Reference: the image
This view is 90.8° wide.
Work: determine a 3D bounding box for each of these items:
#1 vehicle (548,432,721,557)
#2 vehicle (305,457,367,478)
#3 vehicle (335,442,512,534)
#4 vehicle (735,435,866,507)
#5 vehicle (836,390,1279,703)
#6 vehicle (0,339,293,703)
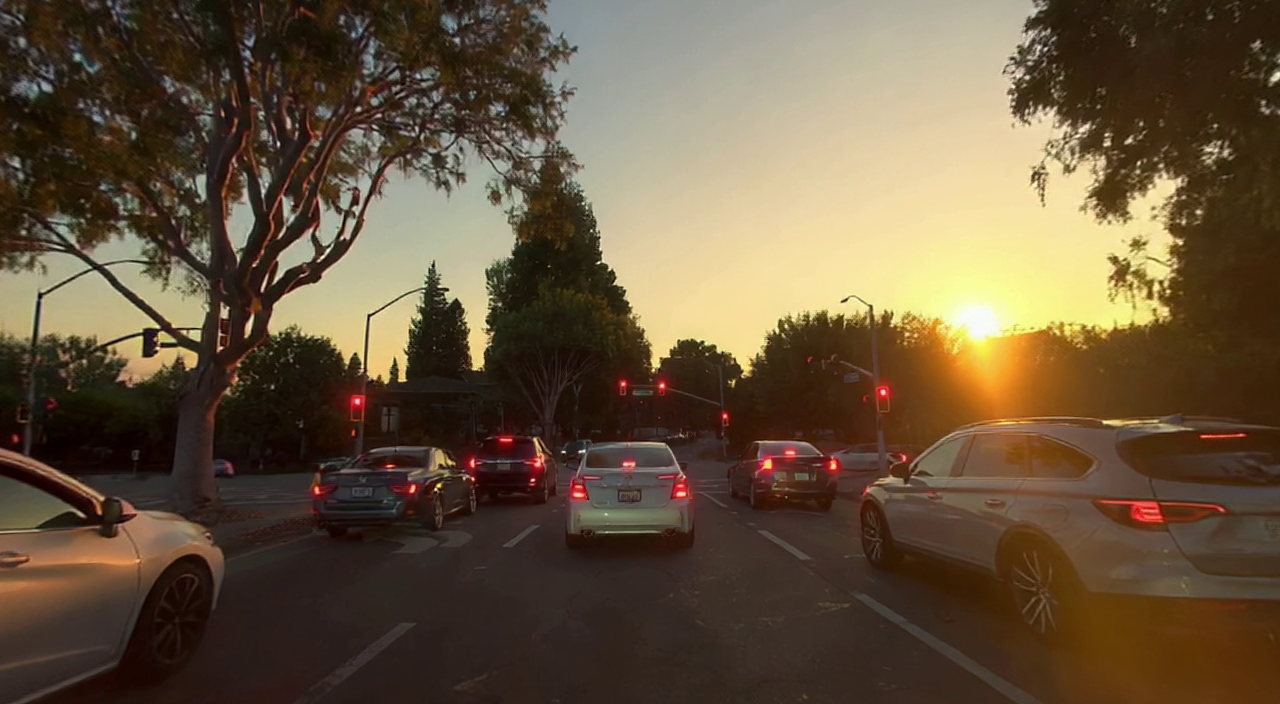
[{"bbox_3d":[-0.079,2.003,9.595,2.061,1.470,3.970,0,-8,0],"label":"vehicle"},{"bbox_3d":[-22.639,8.597,47.025,4.149,1.433,1.590,-3,-9,20],"label":"vehicle"},{"bbox_3d":[-3.913,2.501,12.335,1.919,1.459,4.371,0,-8,0],"label":"vehicle"},{"bbox_3d":[3.640,2.774,15.244,1.922,1.472,4.440,0,-8,-1],"label":"vehicle"},{"bbox_3d":[3.386,1.302,5.418,1.933,1.564,4.600,0,-8,0],"label":"vehicle"},{"bbox_3d":[-3.663,0.832,2.535,2.047,1.764,4.369,0,-8,0],"label":"vehicle"}]
